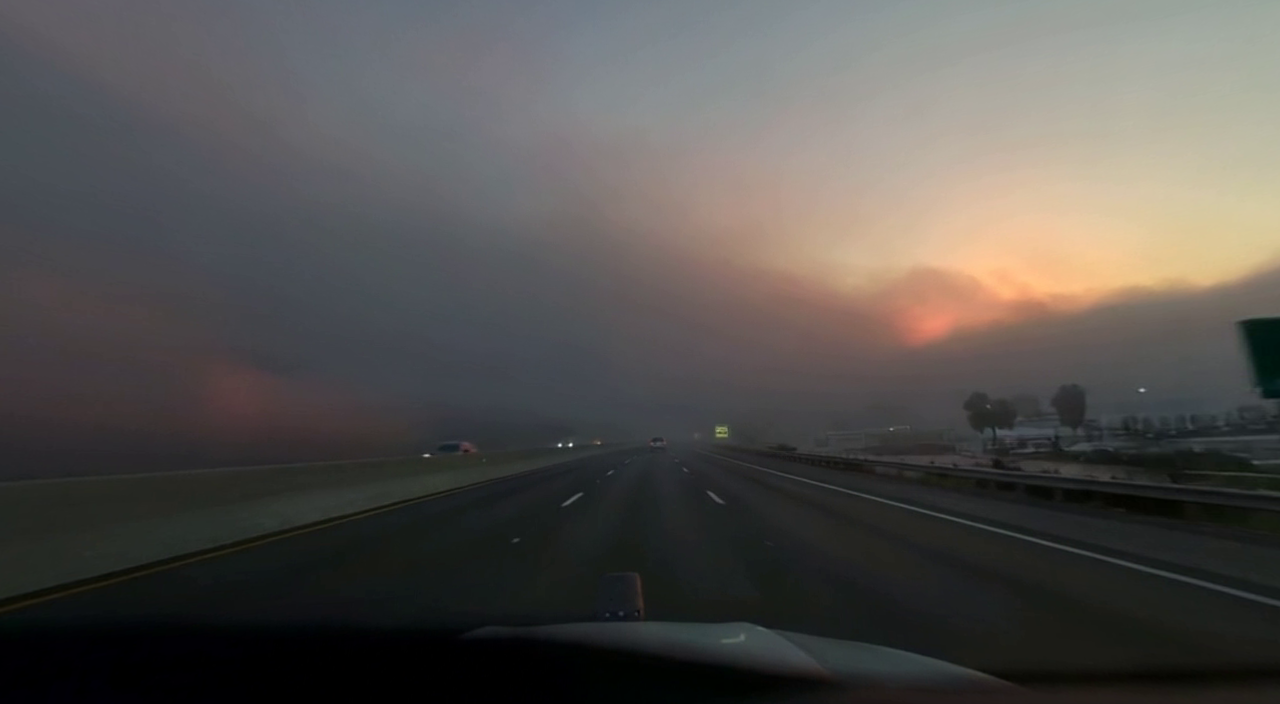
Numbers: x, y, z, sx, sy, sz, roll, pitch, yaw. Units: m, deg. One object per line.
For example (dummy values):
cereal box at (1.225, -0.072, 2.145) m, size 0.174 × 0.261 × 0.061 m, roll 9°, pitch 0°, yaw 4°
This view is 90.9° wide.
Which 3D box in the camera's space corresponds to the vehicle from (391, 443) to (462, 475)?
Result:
vehicle at (-10.563, 5.287, 31.553) m, size 1.886 × 1.454 × 4.563 m, roll 0°, pitch -8°, yaw 1°
